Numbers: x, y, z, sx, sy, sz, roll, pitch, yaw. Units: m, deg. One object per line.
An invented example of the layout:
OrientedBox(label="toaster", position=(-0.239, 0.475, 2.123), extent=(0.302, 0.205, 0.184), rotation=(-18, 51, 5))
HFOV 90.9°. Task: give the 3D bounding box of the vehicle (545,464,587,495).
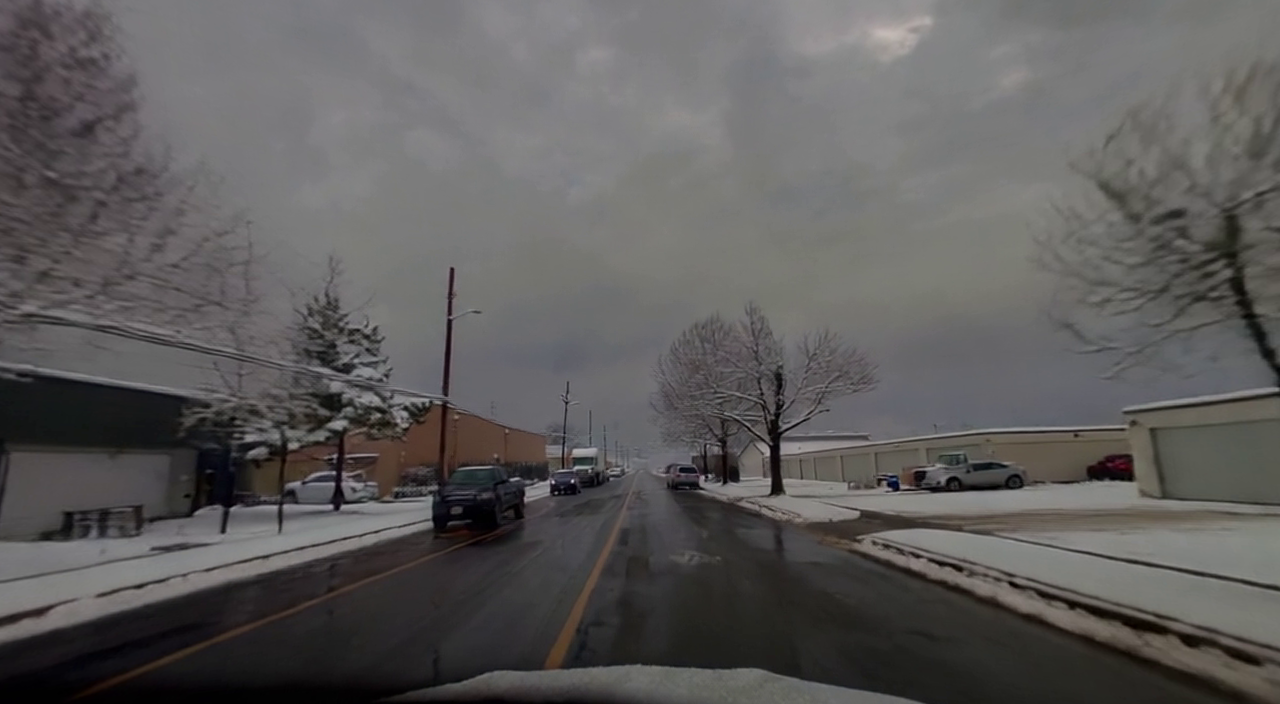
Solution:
OrientedBox(label="vehicle", position=(-4.127, 7.192, 35.709), extent=(1.835, 1.625, 3.674), rotation=(0, -11, 1))

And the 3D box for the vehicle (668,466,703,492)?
OrientedBox(label="vehicle", position=(2.705, 7.728, 38.450), extent=(1.819, 1.446, 3.909), rotation=(1, -11, 0))

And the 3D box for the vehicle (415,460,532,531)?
OrientedBox(label="vehicle", position=(-4.382, 3.844, 17.409), extent=(1.927, 1.580, 4.556), rotation=(-1, -9, 1))
